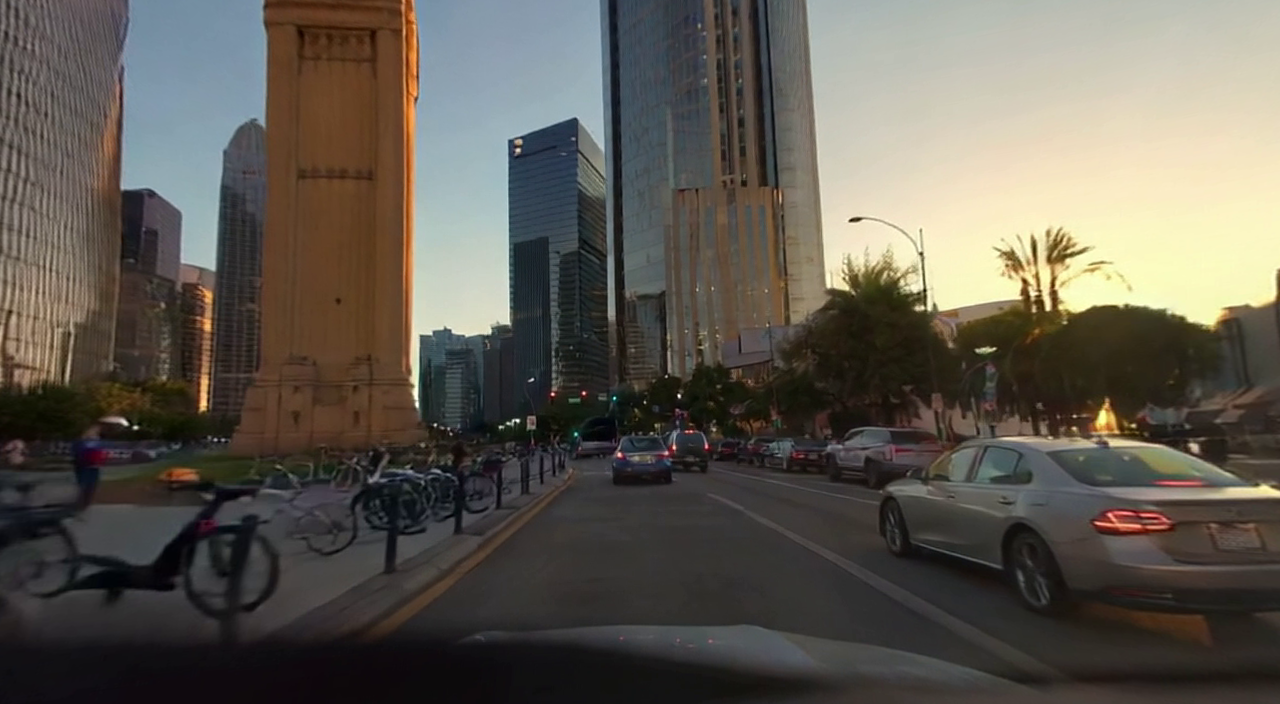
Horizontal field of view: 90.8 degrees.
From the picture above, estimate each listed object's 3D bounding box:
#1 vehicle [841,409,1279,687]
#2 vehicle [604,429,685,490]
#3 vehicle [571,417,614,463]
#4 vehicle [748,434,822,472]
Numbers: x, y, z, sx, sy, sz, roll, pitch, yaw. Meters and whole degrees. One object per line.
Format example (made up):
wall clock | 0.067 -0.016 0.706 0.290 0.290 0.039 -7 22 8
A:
vehicle | 3.819 1.426 5.904 2.116 1.500 4.702 0 -9 -3
vehicle | 0.008 3.182 18.887 2.111 1.605 3.832 0 -9 -4
vehicle | -3.327 5.991 42.794 2.400 2.872 6.053 1 -9 -9
vehicle | 6.903 4.889 30.690 2.067 1.641 4.569 1 -9 -7
